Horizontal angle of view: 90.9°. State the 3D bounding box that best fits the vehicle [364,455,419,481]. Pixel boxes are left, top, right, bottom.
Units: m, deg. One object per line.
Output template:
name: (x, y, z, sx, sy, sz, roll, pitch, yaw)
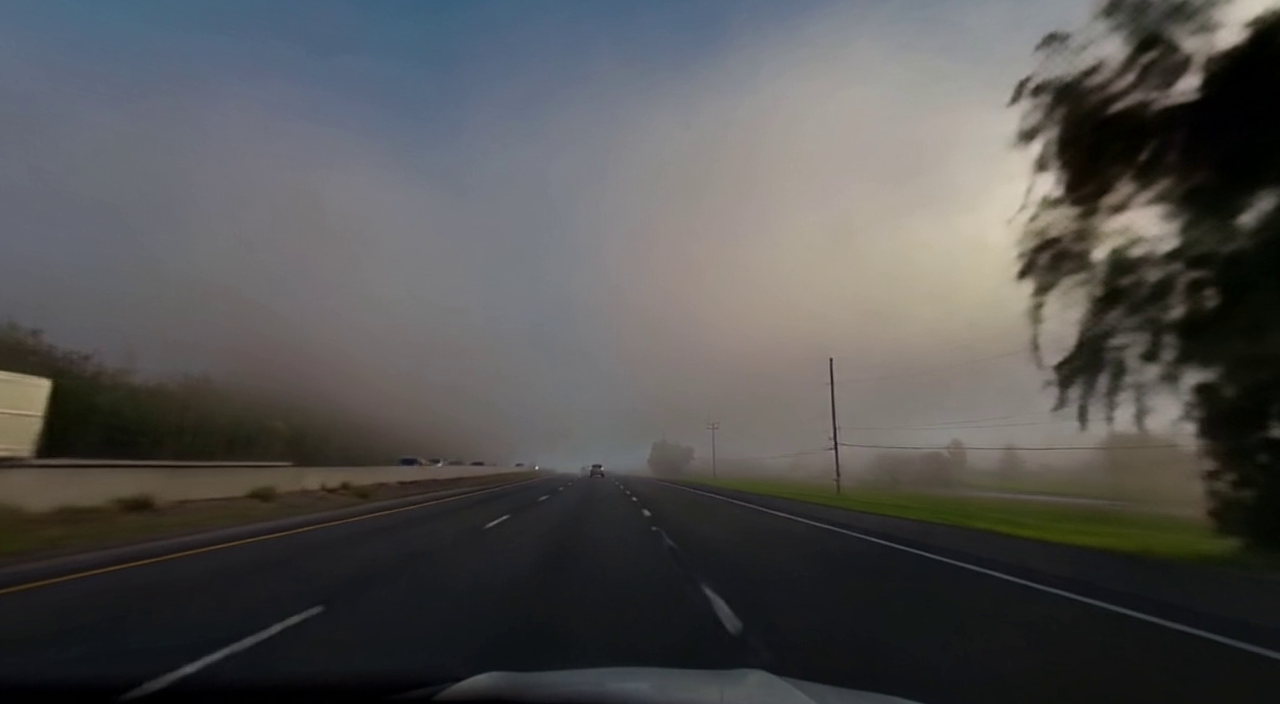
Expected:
vehicle: (-15.394, 7.228, 39.330, 1.841, 1.485, 4.529, 1, -10, -3)
